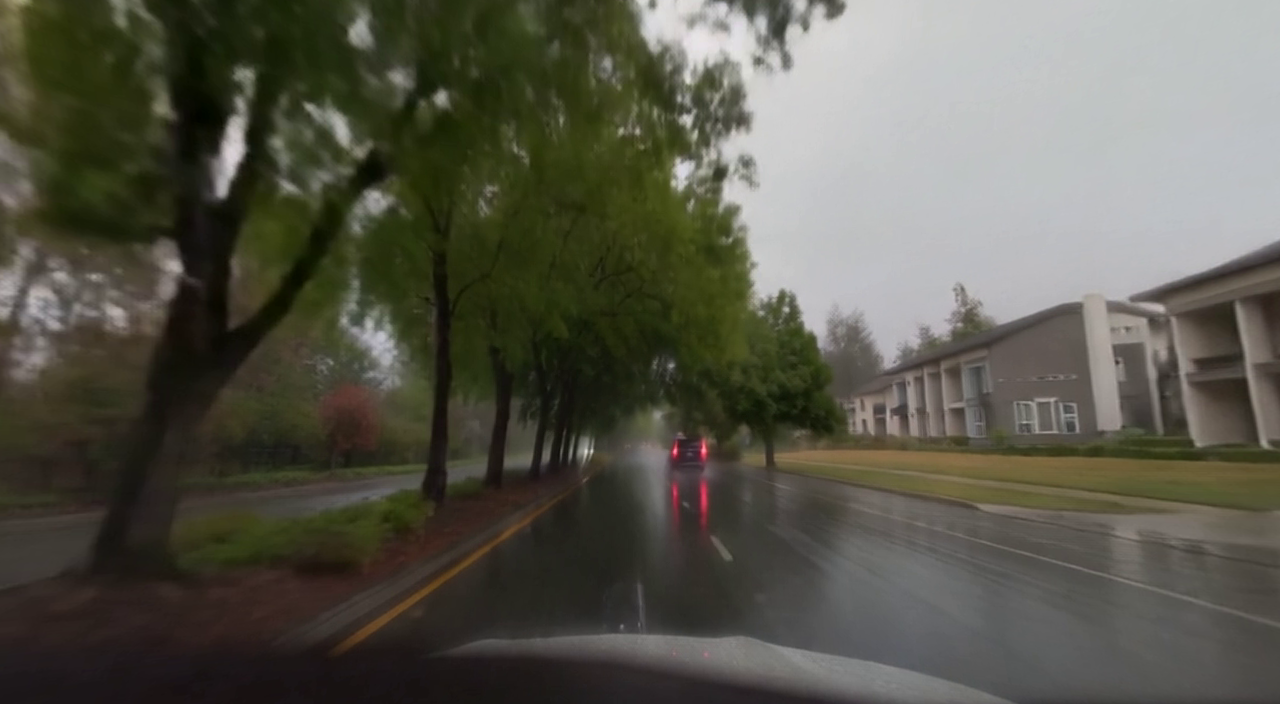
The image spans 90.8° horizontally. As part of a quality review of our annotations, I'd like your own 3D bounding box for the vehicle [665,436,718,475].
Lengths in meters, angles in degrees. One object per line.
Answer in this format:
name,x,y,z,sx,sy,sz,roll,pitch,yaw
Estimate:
vehicle,2.429,5.040,30.954,2.164,1.725,4.285,0,-9,-1
